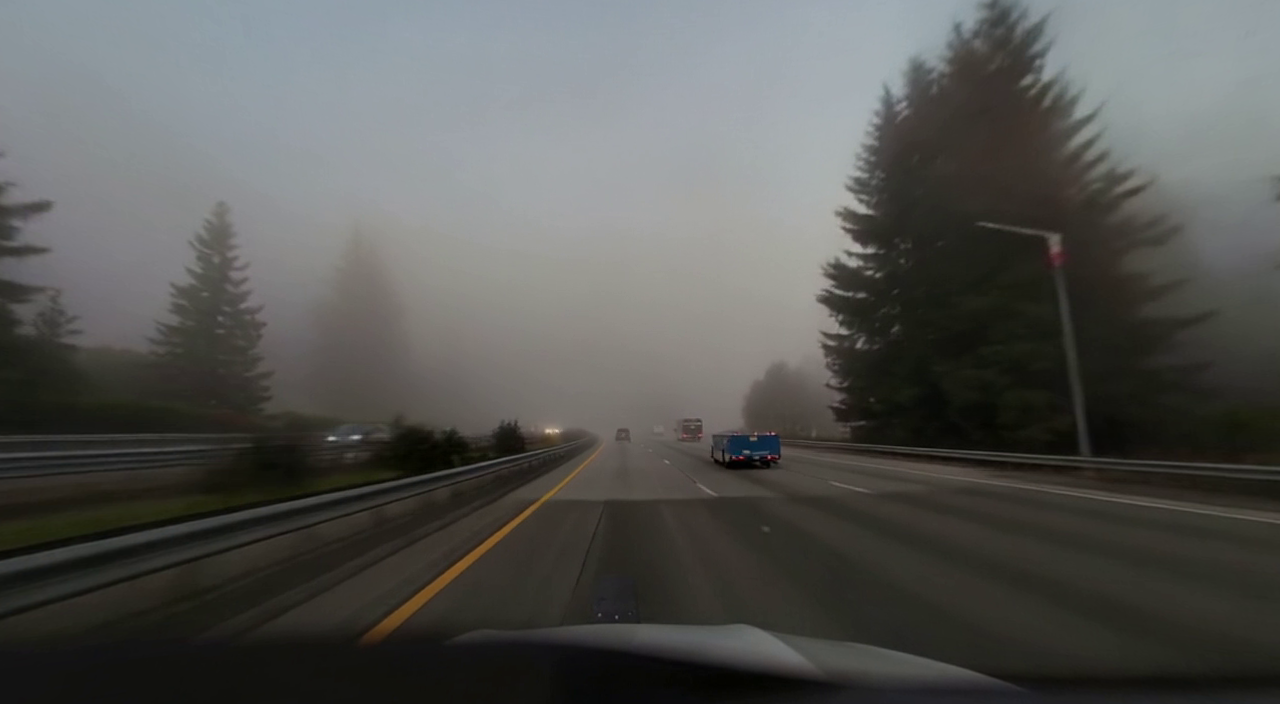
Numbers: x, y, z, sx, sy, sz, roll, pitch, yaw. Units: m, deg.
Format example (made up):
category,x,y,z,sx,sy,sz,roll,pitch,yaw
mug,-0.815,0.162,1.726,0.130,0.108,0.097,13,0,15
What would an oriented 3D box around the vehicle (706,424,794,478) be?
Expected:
category,x,y,z,sx,sy,sz,roll,pitch,yaw
vehicle,3.450,3.154,20.465,2.002,1.569,3.845,0,-8,-3
